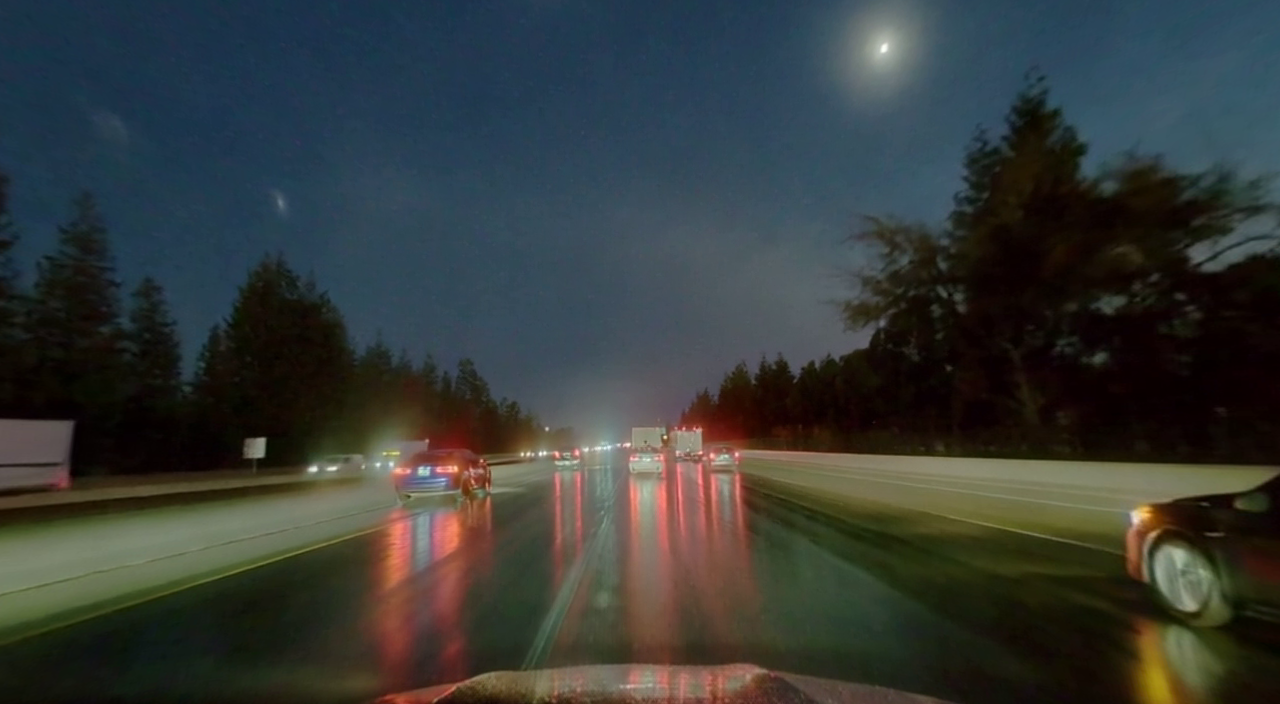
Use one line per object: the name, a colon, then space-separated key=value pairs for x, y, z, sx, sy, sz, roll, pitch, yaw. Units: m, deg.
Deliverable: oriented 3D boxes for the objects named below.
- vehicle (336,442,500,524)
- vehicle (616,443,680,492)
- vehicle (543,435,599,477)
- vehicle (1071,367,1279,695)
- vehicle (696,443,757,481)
vehicle: x=-4.581 y=2.766 z=13.776 sx=1.967 sy=1.473 sz=4.439 roll=0 pitch=-9 yaw=0
vehicle: x=0.253 y=4.025 z=22.204 sx=2.015 sy=1.526 sz=4.286 roll=0 pitch=-9 yaw=0
vehicle: x=-3.447 y=5.339 z=32.252 sx=2.230 sy=1.973 sz=4.403 roll=-1 pitch=-9 yaw=2
vehicle: x=4.252 y=0.793 z=2.490 sx=2.018 sy=1.639 sz=4.149 roll=0 pitch=-9 yaw=-1
vehicle: x=3.725 y=4.823 z=27.676 sx=1.959 sy=1.503 sz=4.064 roll=0 pitch=-9 yaw=-2
